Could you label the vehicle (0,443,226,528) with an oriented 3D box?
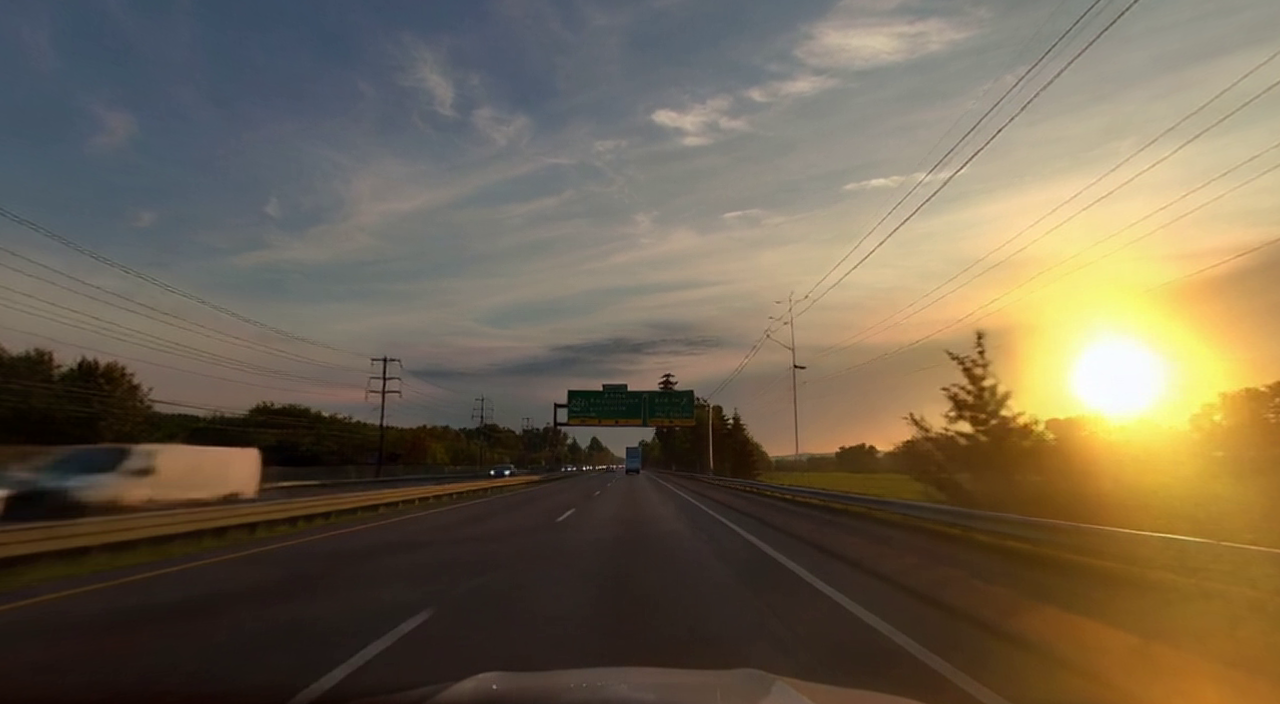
[{"bbox_3d":[-12.270,3.048,14.734,2.033,1.649,4.579,1,-10,0],"label":"vehicle"}]
